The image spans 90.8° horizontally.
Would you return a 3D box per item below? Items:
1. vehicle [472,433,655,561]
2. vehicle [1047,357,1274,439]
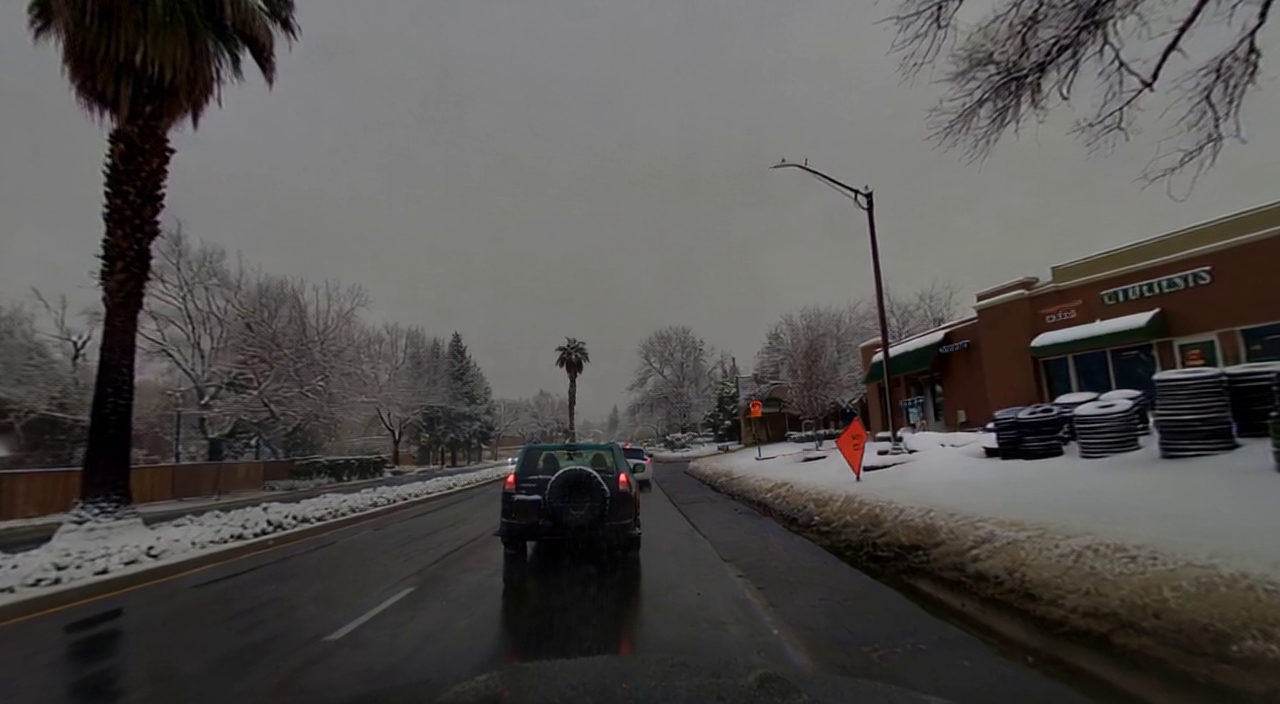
[{"bbox_3d":[-0.965,2.034,9.614,2.169,1.495,4.048,0,-8,-2],"label":"vehicle"},{"bbox_3d":[13.351,1.360,16.741,1.854,1.693,4.798,-1,-10,0],"label":"vehicle"}]
